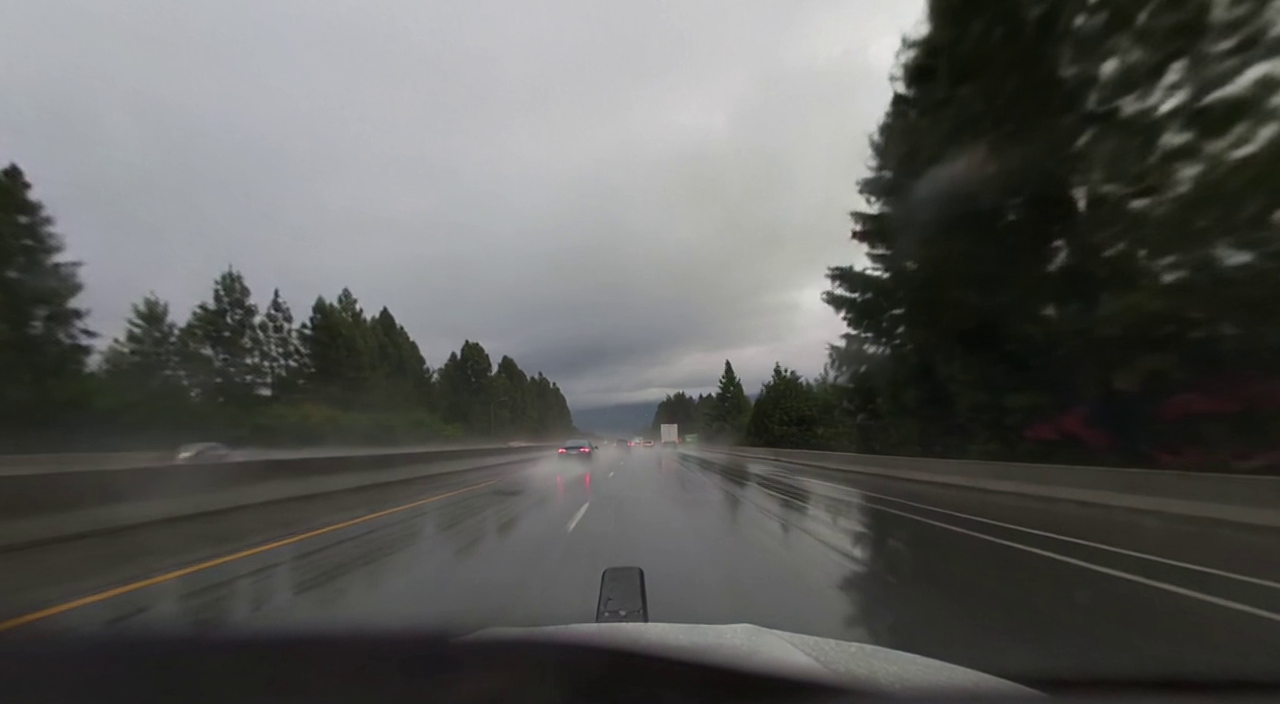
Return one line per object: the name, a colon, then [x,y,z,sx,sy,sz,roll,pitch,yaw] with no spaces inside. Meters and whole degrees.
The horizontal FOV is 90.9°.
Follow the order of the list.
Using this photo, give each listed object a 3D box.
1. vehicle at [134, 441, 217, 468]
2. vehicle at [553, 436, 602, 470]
vehicle: [-32.156,7.078,43.876,1.901,1.713,5.070,-1,-7,0]
vehicle: [-3.058,5.052,31.633,2.025,1.571,3.662,0,-9,1]
